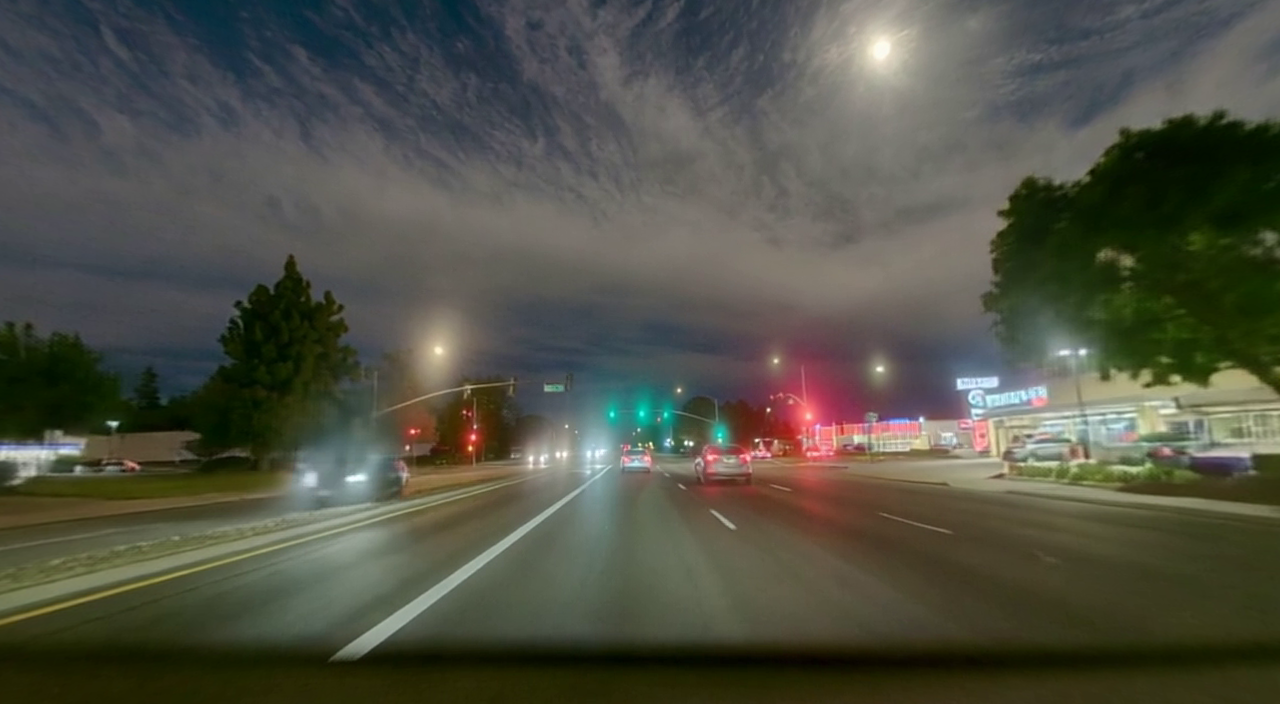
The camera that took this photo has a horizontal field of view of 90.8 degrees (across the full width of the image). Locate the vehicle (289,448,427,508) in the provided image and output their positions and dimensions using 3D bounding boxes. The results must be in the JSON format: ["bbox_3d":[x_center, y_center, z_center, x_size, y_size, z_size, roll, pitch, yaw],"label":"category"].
[{"bbox_3d":[-8.217,3.687,18.989,1.990,1.534,4.630,0,-9,0],"label":"vehicle"}]

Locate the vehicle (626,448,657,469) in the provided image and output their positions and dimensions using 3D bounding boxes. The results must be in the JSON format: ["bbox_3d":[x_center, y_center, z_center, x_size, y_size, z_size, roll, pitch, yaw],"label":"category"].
[{"bbox_3d":[0.071,7.699,45.890,2.135,1.468,4.076,0,-9,-1],"label":"vehicle"}]

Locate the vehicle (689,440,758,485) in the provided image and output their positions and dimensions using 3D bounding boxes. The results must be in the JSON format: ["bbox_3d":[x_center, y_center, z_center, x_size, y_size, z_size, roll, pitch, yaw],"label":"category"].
[{"bbox_3d":[3.241,4.407,25.498,2.022,1.643,4.326,0,-9,-2],"label":"vehicle"}]
